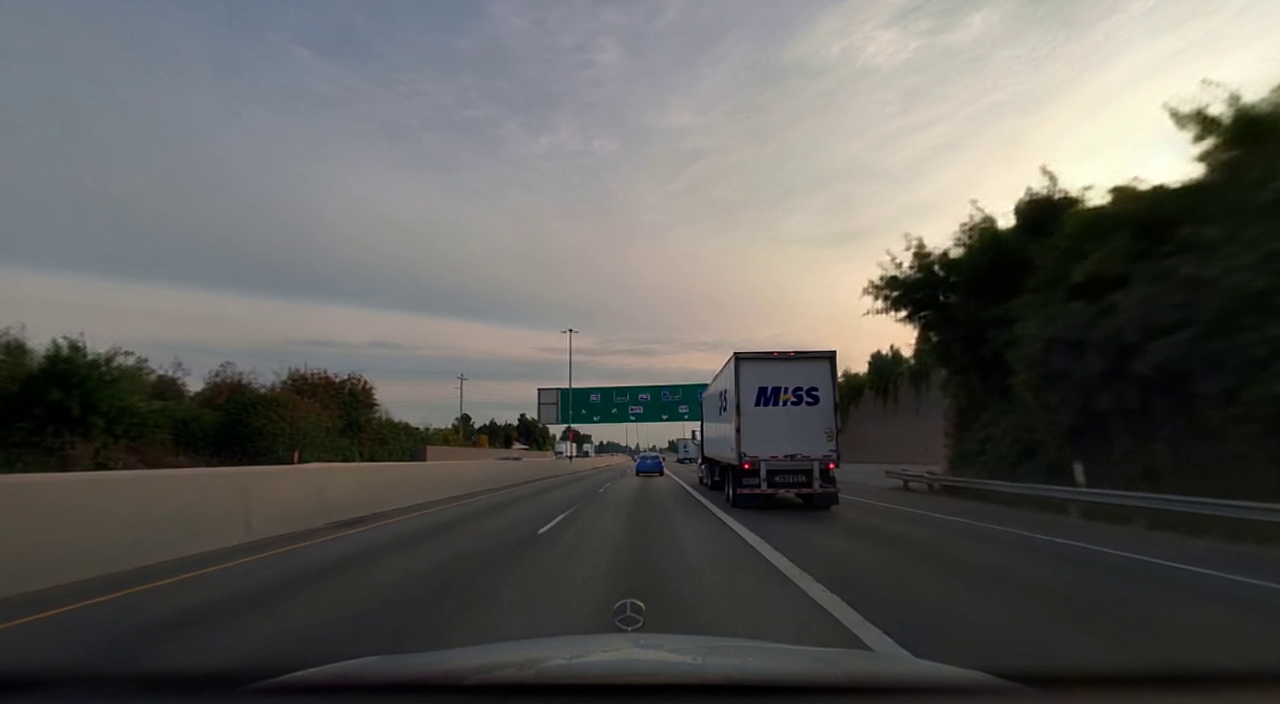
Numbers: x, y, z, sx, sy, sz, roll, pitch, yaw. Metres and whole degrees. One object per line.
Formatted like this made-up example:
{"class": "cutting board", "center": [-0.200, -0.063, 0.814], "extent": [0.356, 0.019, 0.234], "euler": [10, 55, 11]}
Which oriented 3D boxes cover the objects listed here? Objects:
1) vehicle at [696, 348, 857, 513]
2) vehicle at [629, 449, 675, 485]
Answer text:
{"class": "vehicle", "center": [3.995, 3.015, 22.812], "extent": [3.002, 4.104, 14.174], "euler": [0, -9, 1]}
{"class": "vehicle", "center": [0.583, 5.552, 30.726], "extent": [2.121, 1.642, 3.828], "euler": [0, -9, 1]}
